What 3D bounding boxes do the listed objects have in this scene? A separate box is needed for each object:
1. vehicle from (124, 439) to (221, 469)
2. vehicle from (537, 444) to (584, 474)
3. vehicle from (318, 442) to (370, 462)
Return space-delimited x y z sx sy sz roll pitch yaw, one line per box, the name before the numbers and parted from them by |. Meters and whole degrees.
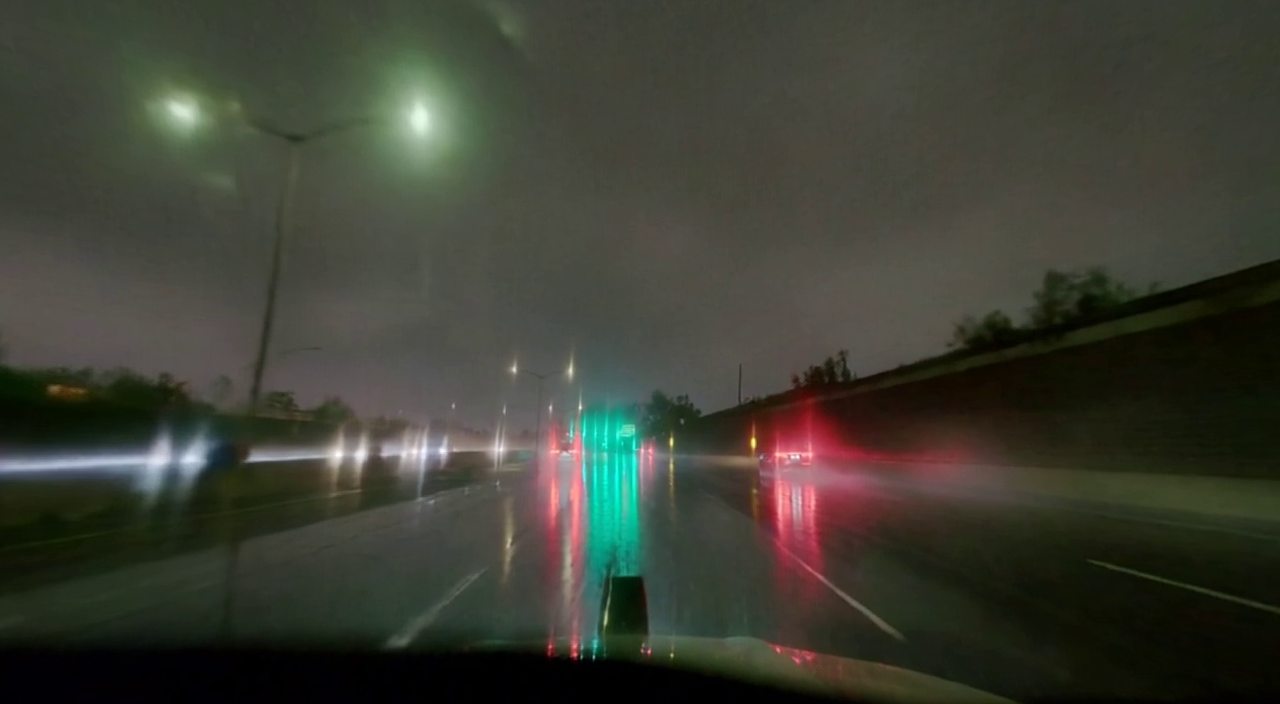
vehicle | -25.478 5.583 34.598 1.940 1.527 4.459 0 -8 -2
vehicle | -4.200 5.717 33.919 2.014 1.481 4.156 0 -8 -1
vehicle | -22.331 7.546 47.754 1.871 1.486 4.570 0 -8 -2
